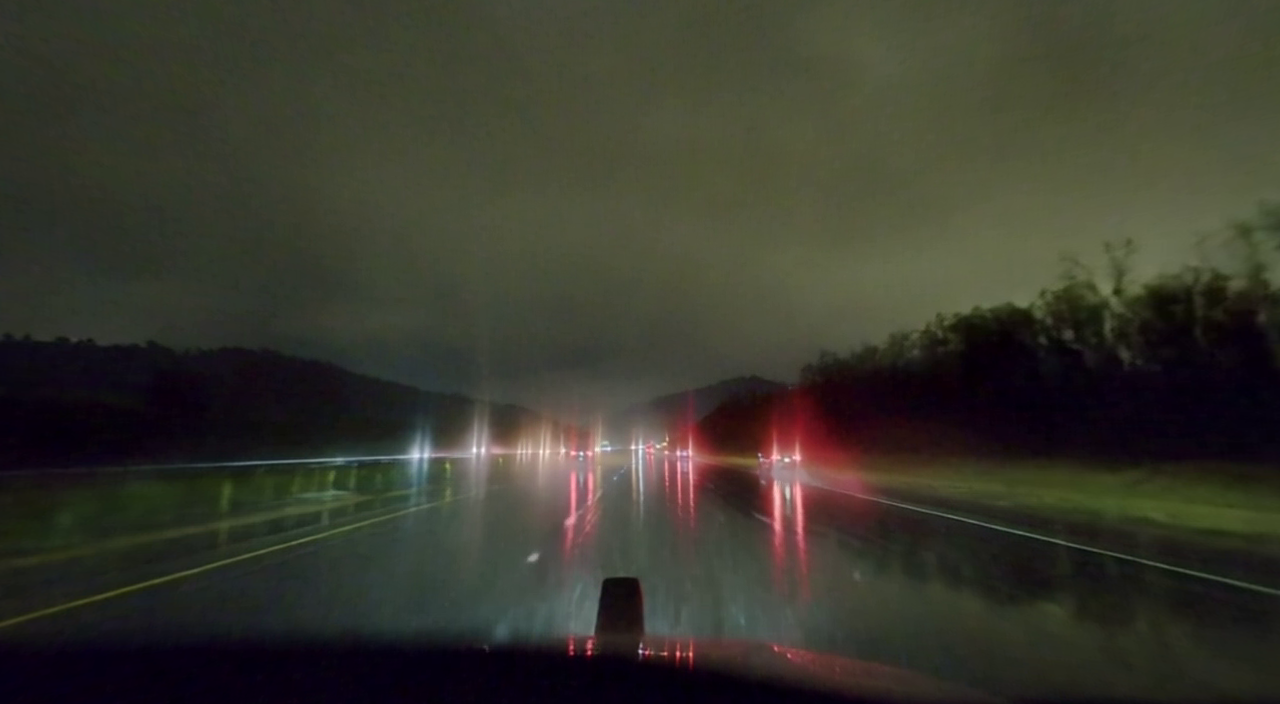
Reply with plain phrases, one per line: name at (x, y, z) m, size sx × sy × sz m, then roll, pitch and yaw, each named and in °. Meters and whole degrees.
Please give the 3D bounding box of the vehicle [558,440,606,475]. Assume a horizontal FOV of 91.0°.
vehicle at (-3.019, 5.564, 33.513) m, size 2.070 × 1.707 × 4.309 m, roll 0°, pitch -9°, yaw 1°
